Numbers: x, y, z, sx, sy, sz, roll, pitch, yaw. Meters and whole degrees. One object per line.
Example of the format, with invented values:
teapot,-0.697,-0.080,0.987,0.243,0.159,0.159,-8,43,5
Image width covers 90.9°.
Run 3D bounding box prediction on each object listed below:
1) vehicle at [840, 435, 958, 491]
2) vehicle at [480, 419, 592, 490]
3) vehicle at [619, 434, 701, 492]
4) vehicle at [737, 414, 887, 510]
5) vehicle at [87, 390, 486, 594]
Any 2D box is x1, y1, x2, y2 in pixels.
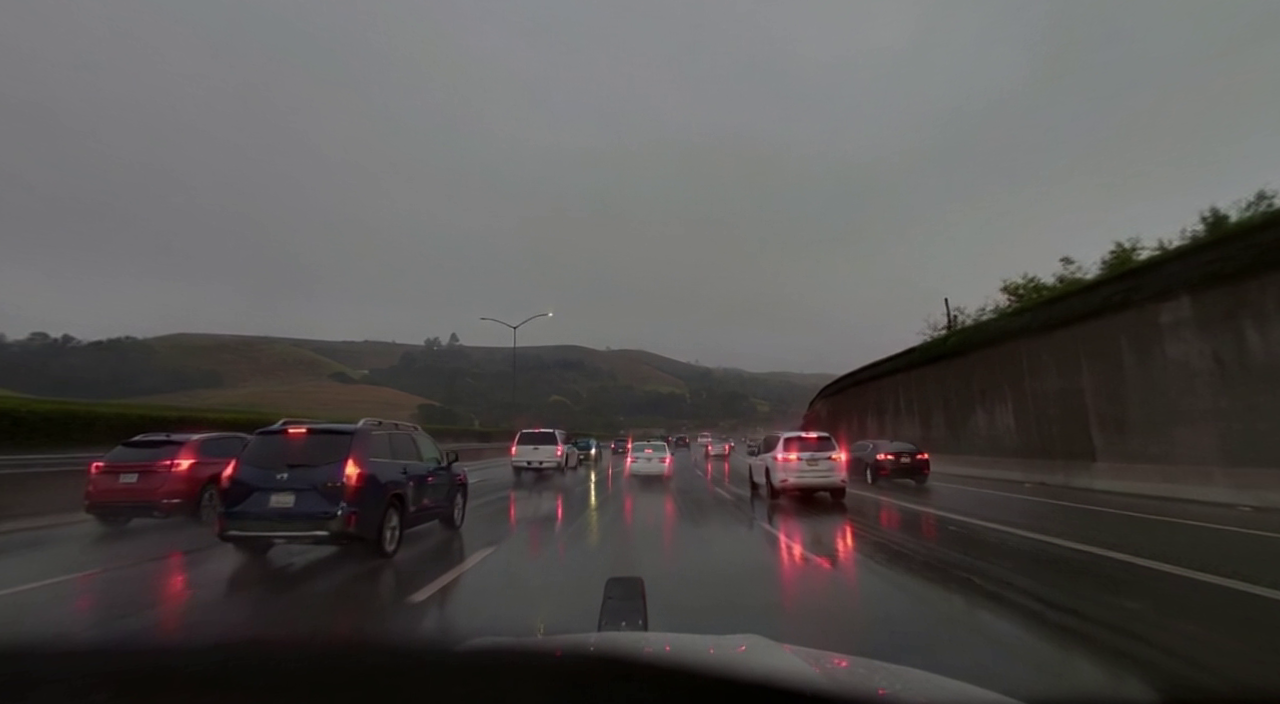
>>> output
vehicle,7.536,3.256,18.843,1.846,1.469,4.166,0,-8,1
vehicle,-2.997,3.141,19.647,2.301,1.902,5.374,-1,-8,3
vehicle,0.588,3.163,18.366,2.105,1.471,4.349,0,-8,2
vehicle,3.566,2.376,14.068,2.046,1.765,4.534,0,-8,0
vehicle,-3.568,1.510,7.643,2.179,1.723,4.410,0,-8,1
